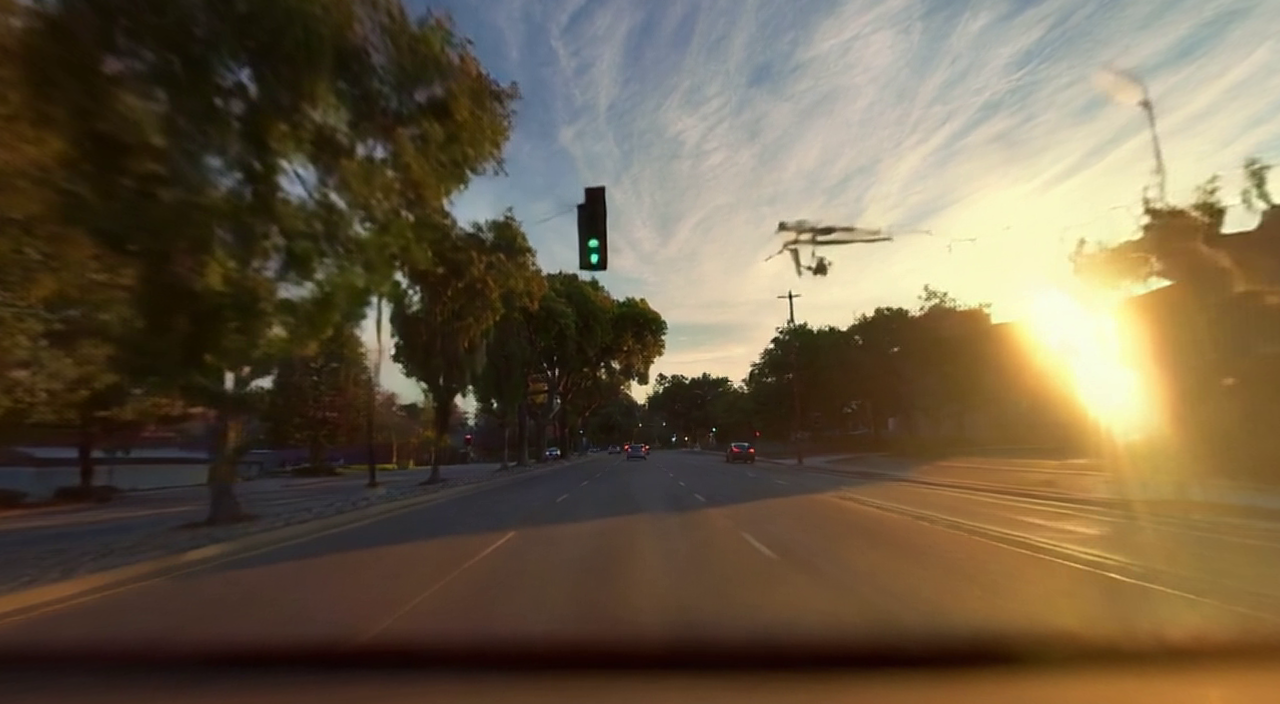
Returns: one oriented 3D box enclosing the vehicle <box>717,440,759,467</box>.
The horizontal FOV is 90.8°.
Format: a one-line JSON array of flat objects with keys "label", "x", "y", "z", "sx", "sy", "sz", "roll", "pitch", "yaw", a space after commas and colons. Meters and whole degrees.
[{"label": "vehicle", "x": 6.717, "y": 6.990, "z": 43.679, "sx": 2.011, "sy": 1.710, "sz": 4.357, "roll": 0, "pitch": -9, "yaw": -2}]
